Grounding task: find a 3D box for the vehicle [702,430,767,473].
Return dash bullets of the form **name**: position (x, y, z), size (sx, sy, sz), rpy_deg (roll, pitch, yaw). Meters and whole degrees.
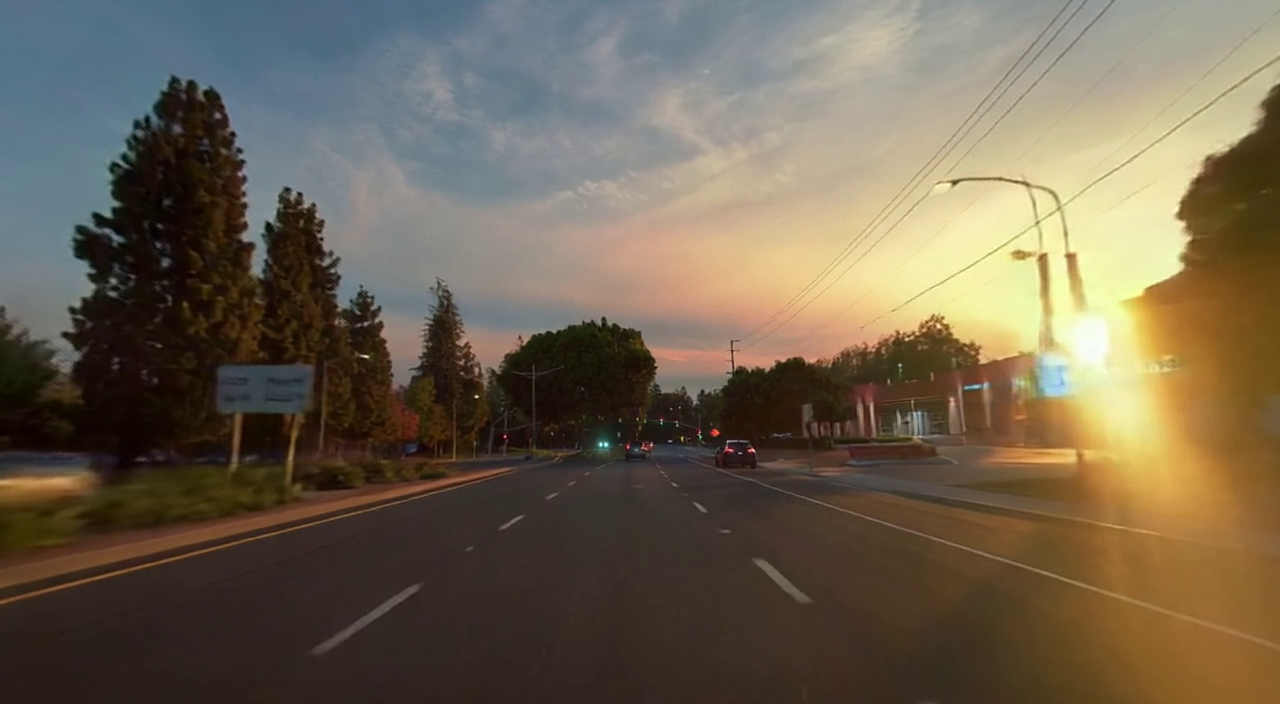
- **vehicle**: position (4.735, 5.112, 32.728), size (2.476, 2.016, 5.586), rpy_deg (0, -8, 0)
